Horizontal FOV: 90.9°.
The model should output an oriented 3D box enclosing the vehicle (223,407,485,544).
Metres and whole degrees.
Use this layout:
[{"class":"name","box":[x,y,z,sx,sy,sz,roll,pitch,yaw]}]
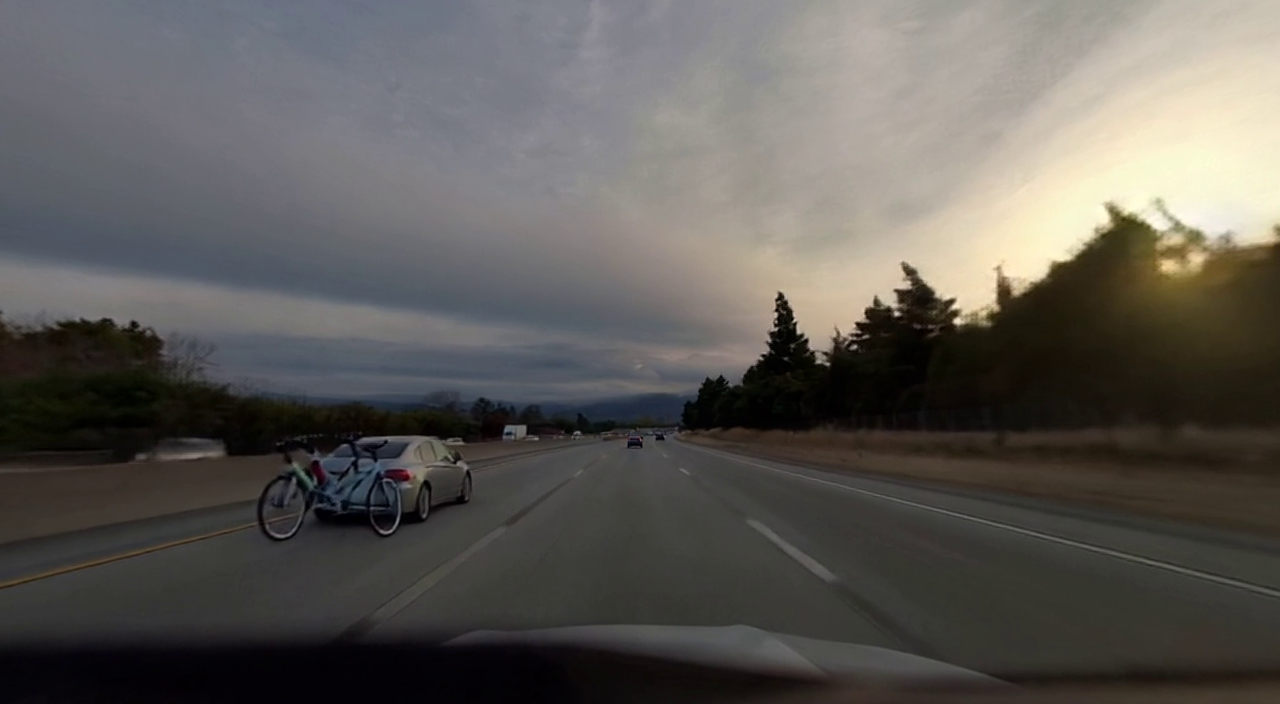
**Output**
[{"class":"vehicle","box":[-4.004,1.790,9.880,2.064,1.647,4.381,0,-8,0]}]
